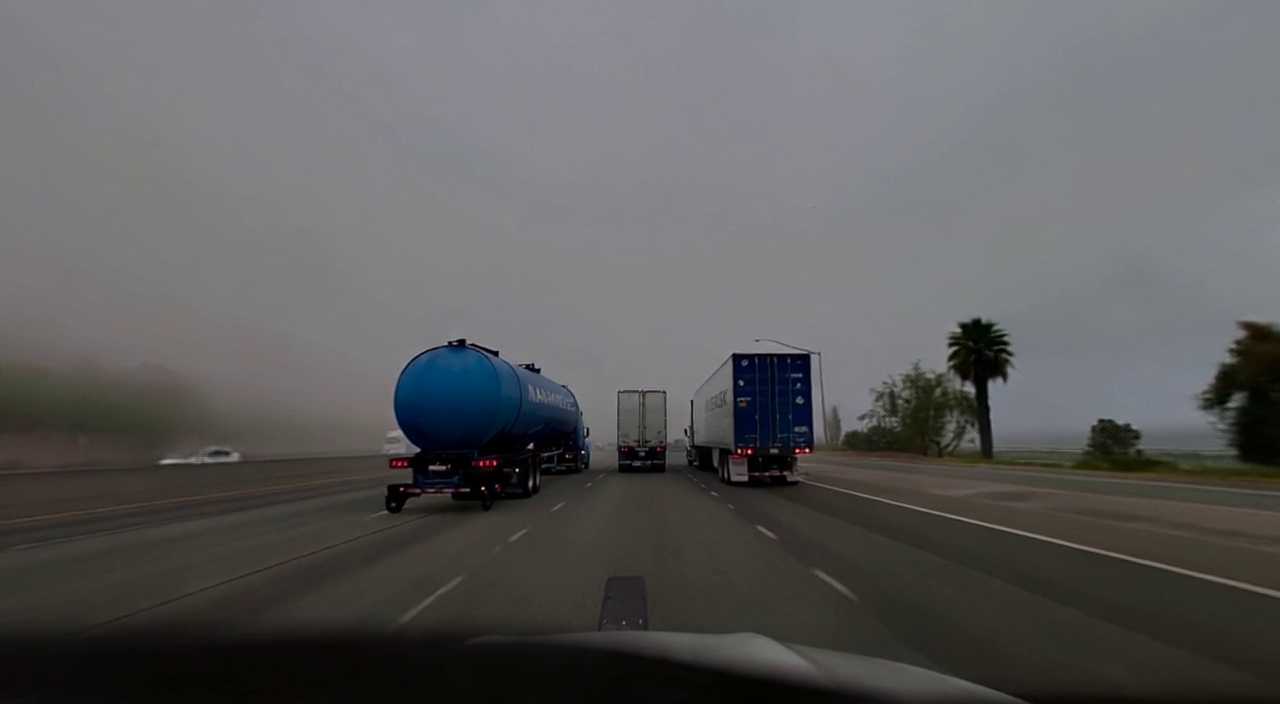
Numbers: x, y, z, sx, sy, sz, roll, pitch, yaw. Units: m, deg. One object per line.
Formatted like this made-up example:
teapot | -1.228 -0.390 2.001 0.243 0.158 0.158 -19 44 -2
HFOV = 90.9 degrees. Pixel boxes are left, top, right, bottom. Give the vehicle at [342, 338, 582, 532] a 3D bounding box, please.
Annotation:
vehicle | -3.464 2.157 16.091 2.786 3.228 11.082 0 -8 1

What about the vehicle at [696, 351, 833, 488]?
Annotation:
vehicle | 4.410 3.074 26.479 2.887 4.178 14.553 0 -8 0

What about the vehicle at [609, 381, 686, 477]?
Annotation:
vehicle | 0.447 4.410 34.705 3.097 3.856 18.209 0 -8 1

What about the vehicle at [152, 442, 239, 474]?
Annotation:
vehicle | -23.802 5.643 33.959 1.697 1.596 4.029 0 -8 0
